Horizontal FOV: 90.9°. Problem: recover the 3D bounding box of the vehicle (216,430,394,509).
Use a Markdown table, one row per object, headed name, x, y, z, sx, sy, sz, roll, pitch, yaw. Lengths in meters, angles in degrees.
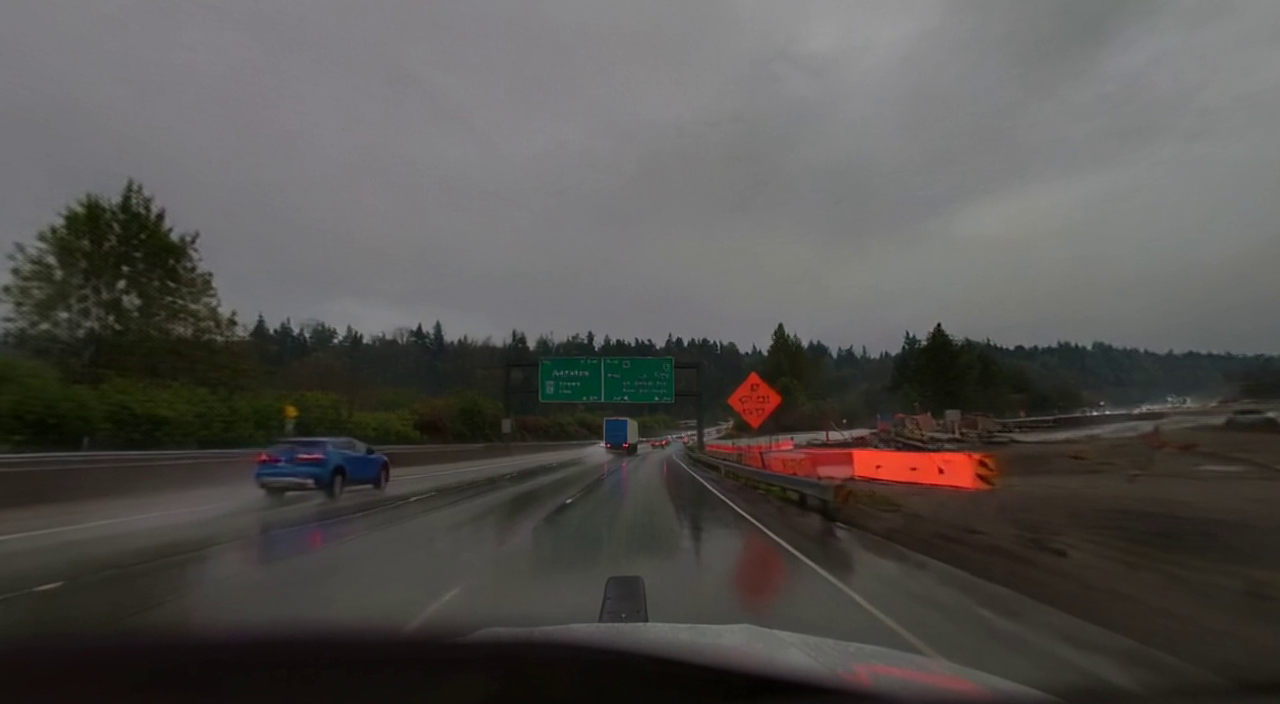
| name | x | y | z | sx | sy | sz | roll | pitch | yaw |
| --- | --- | --- | --- | --- | --- | --- | --- | --- | --- |
| vehicle | -7.521 | 2.674 | 14.702 | 1.893 | 1.566 | 4.051 | 0 | -9 | 0 |
